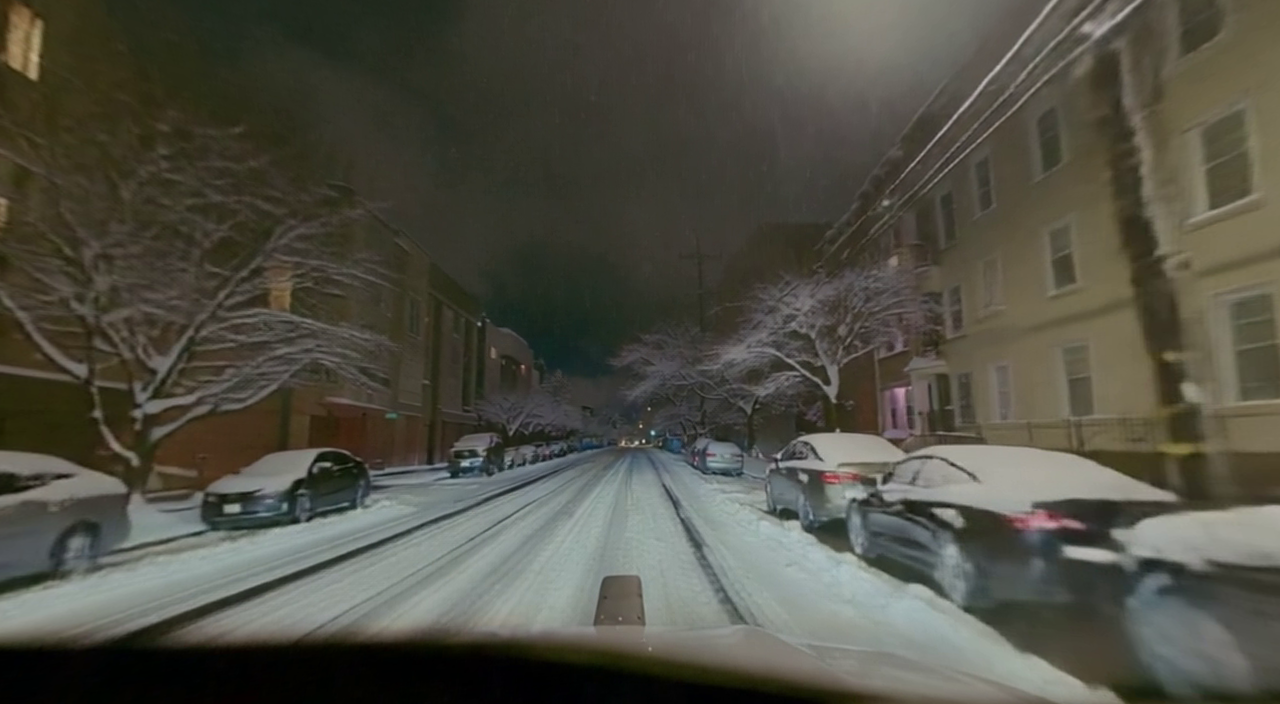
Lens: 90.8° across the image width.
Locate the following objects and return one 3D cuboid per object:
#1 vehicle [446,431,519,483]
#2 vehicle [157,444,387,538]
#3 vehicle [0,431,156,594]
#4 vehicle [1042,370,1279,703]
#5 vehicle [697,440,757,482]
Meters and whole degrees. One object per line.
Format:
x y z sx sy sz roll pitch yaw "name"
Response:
-7.796 5.202 31.928 2.351 2.251 5.856 -2 -8 -2 "vehicle"
-7.541 2.832 13.679 2.145 1.488 4.646 -3 -7 1 "vehicle"
-7.681 1.761 6.485 1.981 1.651 4.683 -5 -6 -3 "vehicle"
3.672 0.801 1.763 2.095 1.694 4.592 0 -9 1 "vehicle"
3.636 4.652 27.289 1.925 1.634 4.419 0 -8 0 "vehicle"
